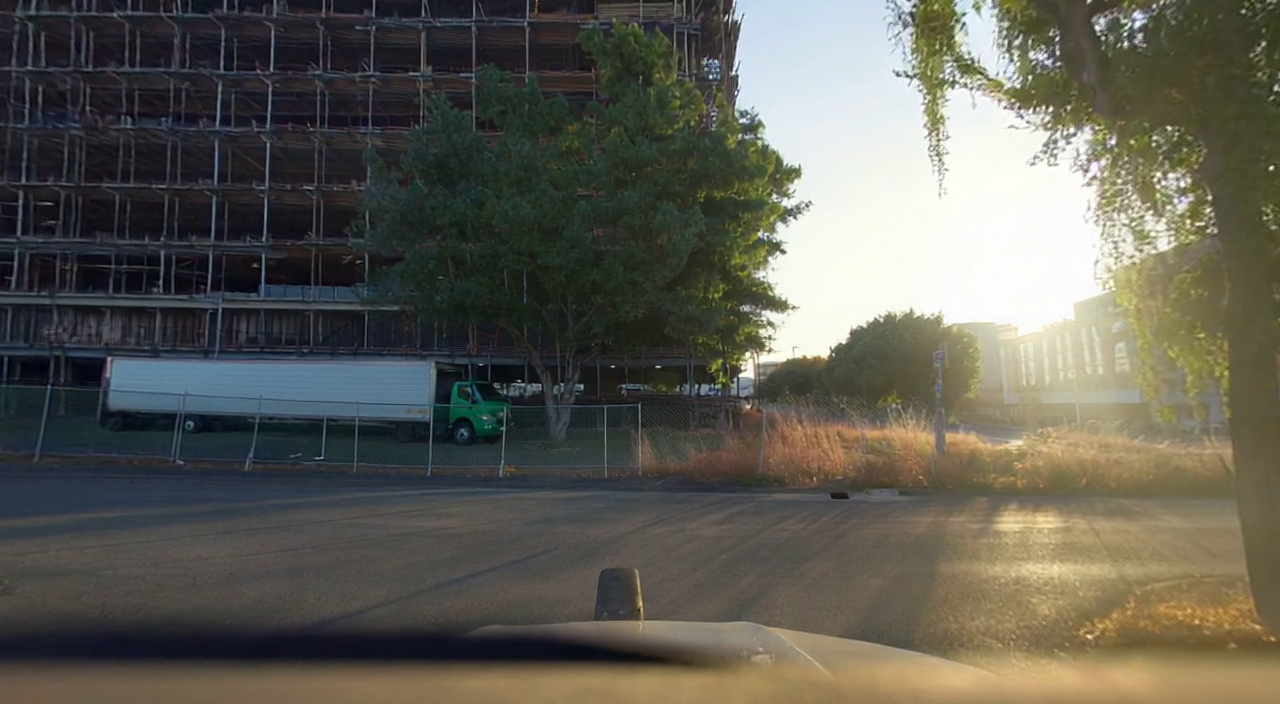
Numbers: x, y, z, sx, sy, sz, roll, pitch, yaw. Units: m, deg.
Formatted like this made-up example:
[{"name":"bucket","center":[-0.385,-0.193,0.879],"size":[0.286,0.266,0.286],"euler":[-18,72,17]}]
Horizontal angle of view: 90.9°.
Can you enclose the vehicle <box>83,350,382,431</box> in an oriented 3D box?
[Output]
[{"name":"vehicle","center":[-22.754,2.420,36.444],"size":[14.067,4.099,2.832],"euler":[3,-7,-15]}]
